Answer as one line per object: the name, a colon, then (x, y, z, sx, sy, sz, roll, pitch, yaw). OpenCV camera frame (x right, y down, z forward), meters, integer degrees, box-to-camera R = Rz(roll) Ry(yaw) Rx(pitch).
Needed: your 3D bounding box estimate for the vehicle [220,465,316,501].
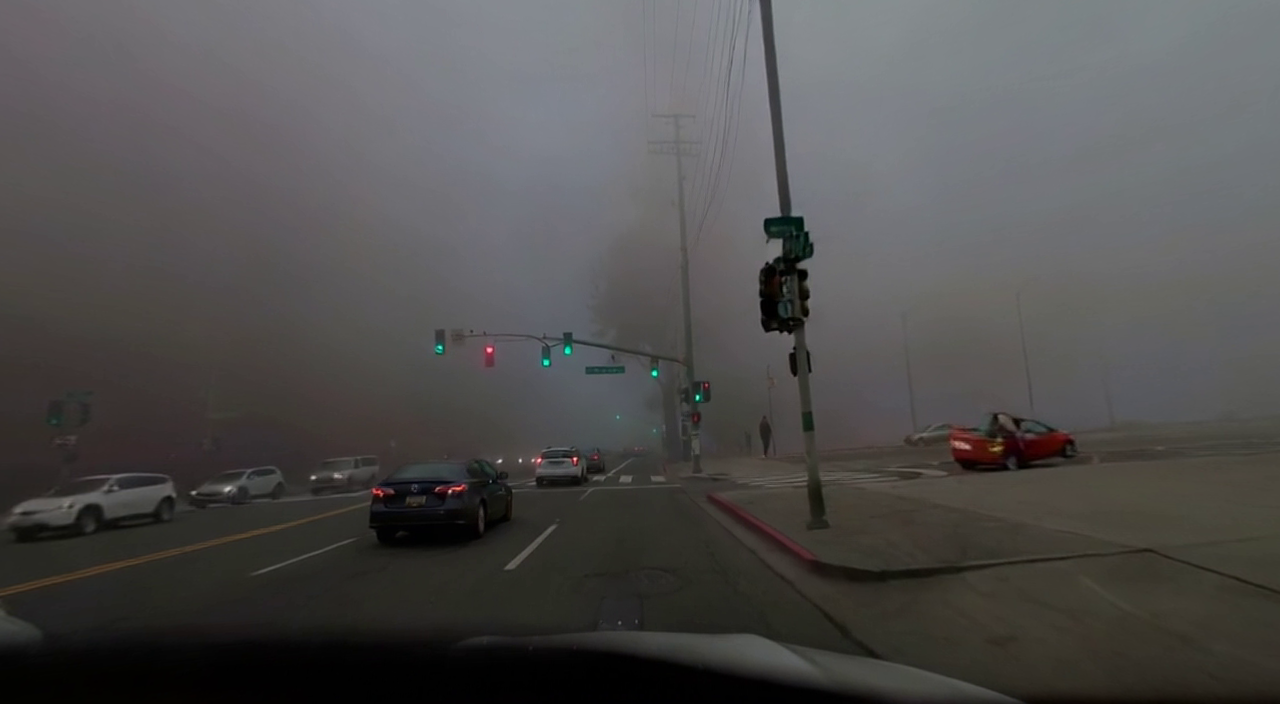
vehicle: (-18.715, 6.584, 31.955, 1.861, 1.493, 4.754, -1, -9, 1)

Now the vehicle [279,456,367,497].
vehicle: (-15.466, 6.057, 30.977, 2.139, 1.692, 4.099, -2, -9, 1)

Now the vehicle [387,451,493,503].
vehicle: (-6.442, 4.048, 20.856, 1.960, 1.479, 4.654, 0, -9, 0)

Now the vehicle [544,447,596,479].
vehicle: (-3.455, 5.576, 31.800, 2.147, 1.472, 4.406, 0, -9, 0)

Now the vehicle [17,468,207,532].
vehicle: (-15.467, 4.306, 18.850, 1.955, 1.500, 4.458, 0, -9, -3)
